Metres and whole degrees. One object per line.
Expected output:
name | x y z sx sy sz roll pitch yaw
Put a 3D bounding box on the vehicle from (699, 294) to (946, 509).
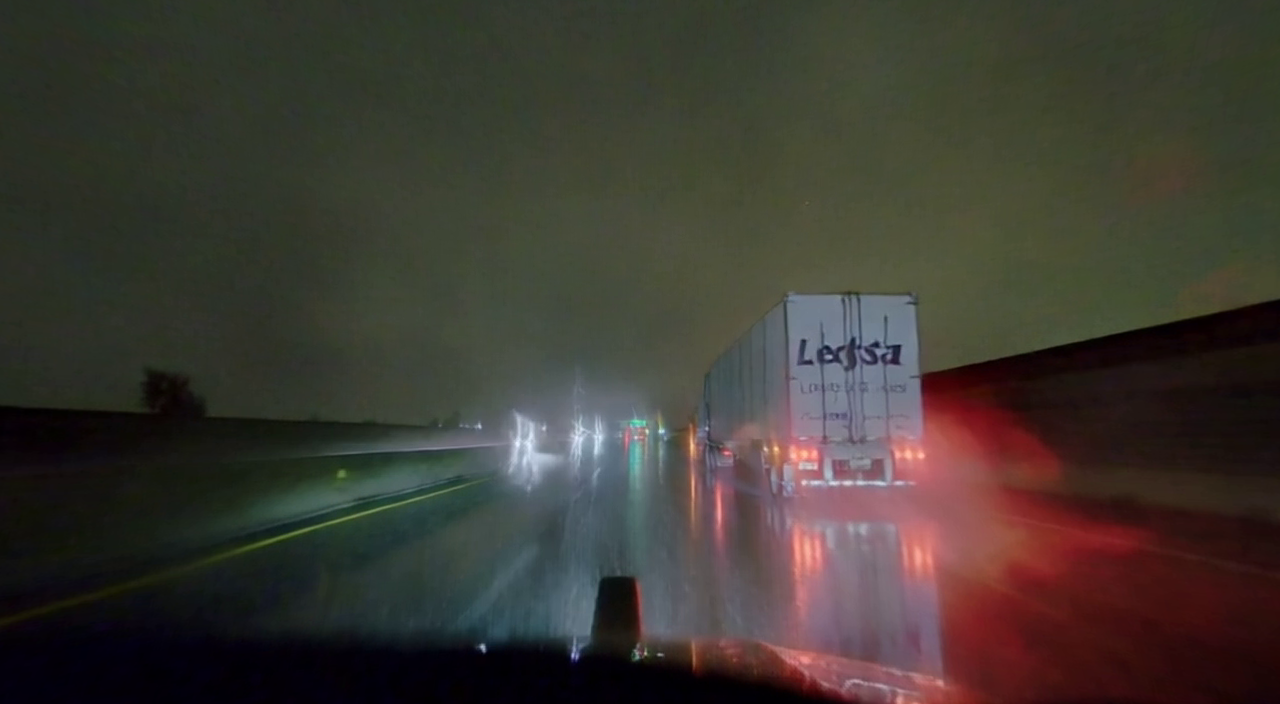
vehicle | 4.035 1.833 18.737 2.920 4.029 13.900 0 -8 -1
